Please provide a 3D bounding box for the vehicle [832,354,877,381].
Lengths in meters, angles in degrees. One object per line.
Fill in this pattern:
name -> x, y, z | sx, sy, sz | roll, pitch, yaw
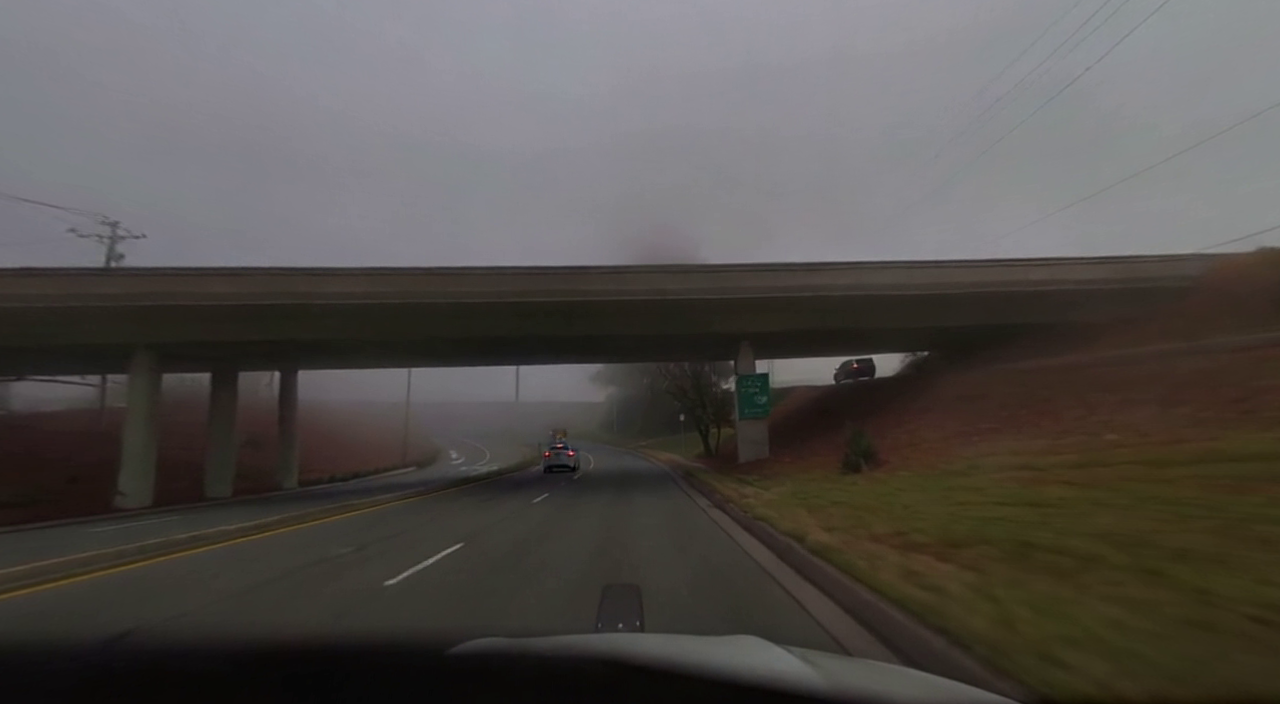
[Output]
vehicle -> 15.810, 1.219, 46.815 | 2.058, 1.475, 4.587 | 2, -7, 4
